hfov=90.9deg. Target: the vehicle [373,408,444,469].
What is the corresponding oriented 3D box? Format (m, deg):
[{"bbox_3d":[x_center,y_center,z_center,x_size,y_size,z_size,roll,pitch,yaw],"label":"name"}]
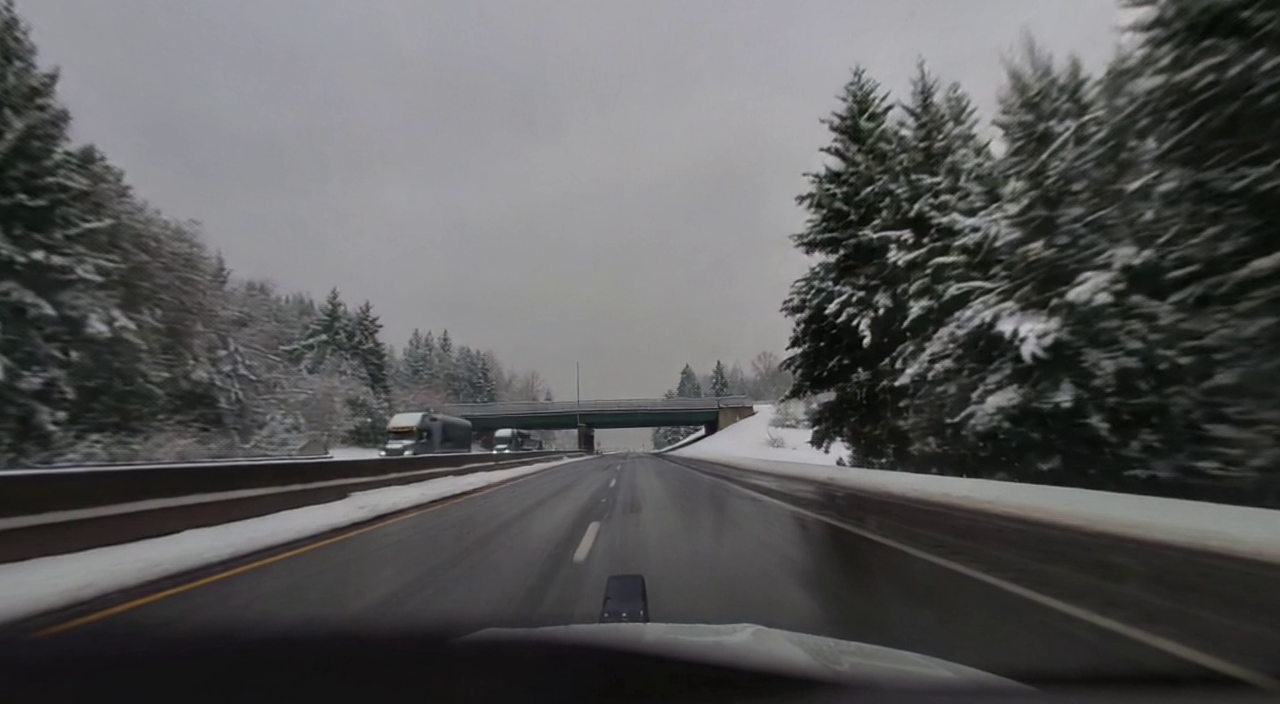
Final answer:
[{"bbox_3d":[-16.404,6.243,45.130,2.910,4.025,5.493,0,-9,-1],"label":"vehicle"}]
